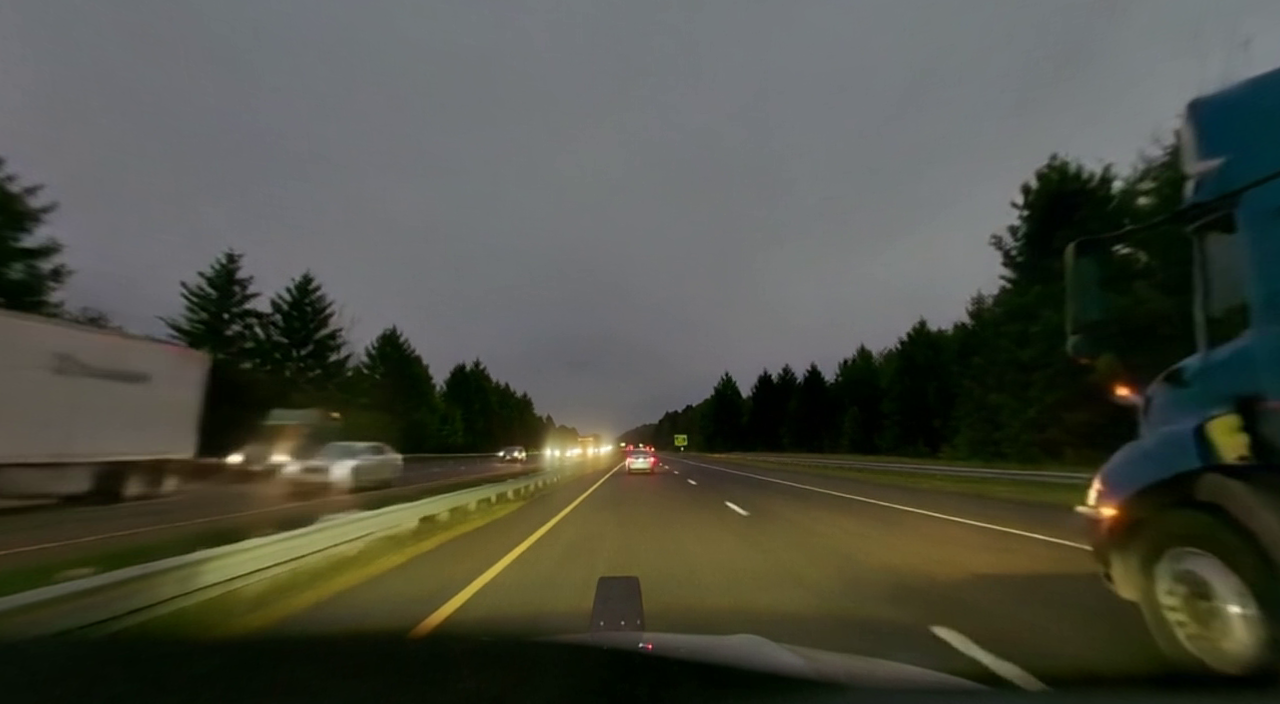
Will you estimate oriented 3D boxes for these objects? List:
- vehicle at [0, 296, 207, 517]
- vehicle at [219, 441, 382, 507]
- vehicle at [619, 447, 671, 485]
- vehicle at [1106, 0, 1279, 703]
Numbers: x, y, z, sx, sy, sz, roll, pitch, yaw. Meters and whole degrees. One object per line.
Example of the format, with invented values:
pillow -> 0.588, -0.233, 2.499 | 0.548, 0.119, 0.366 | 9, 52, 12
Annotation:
vehicle -> -13.167, 0.994, 11.548 | 2.977, 3.982, 10.269 | 0, -9, 1
vehicle -> -8.458, 3.049, 16.202 | 1.851, 1.457, 4.155 | 0, -9, 0
vehicle -> 0.185, 4.951, 27.785 | 2.114, 1.523, 4.012 | 0, -9, -1
vehicle -> 4.367, -0.554, 0.684 | 3.010, 3.911, 5.858 | 0, -9, 0
